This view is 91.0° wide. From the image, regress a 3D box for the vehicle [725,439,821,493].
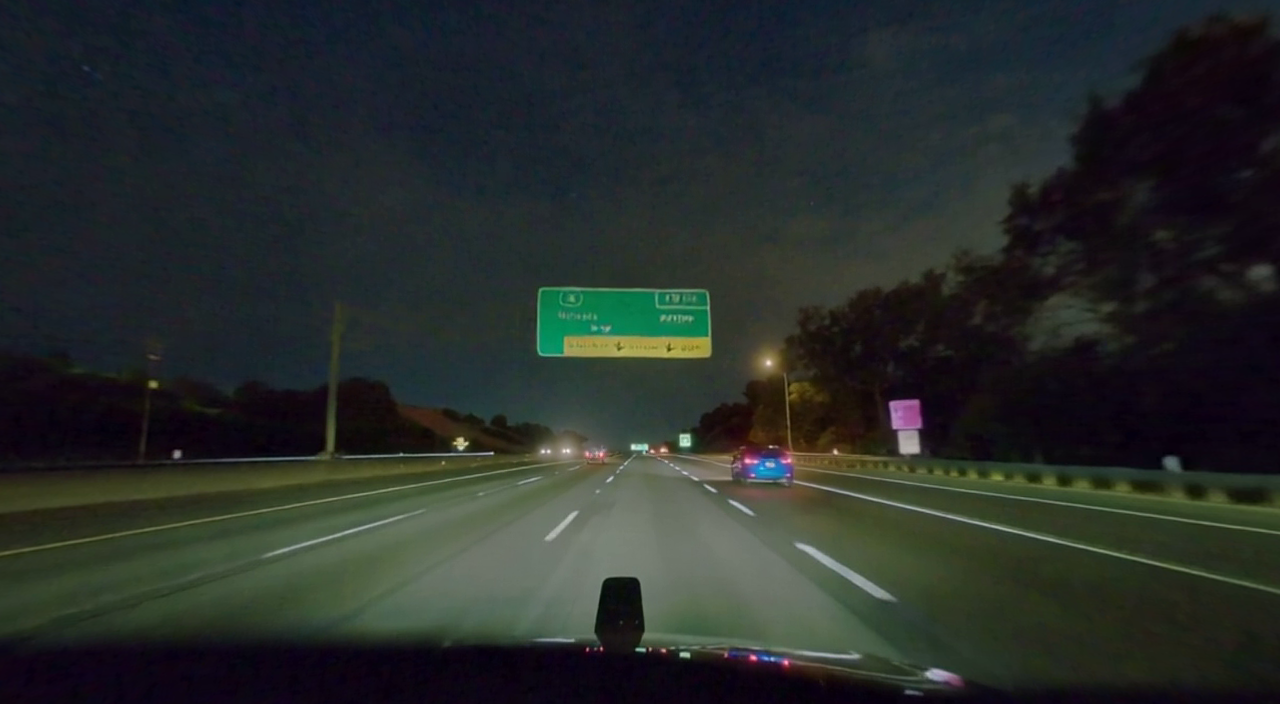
[{"bbox_3d":[4.064,3.567,20.047,2.033,1.501,4.398,0,-9,-1],"label":"vehicle"}]
